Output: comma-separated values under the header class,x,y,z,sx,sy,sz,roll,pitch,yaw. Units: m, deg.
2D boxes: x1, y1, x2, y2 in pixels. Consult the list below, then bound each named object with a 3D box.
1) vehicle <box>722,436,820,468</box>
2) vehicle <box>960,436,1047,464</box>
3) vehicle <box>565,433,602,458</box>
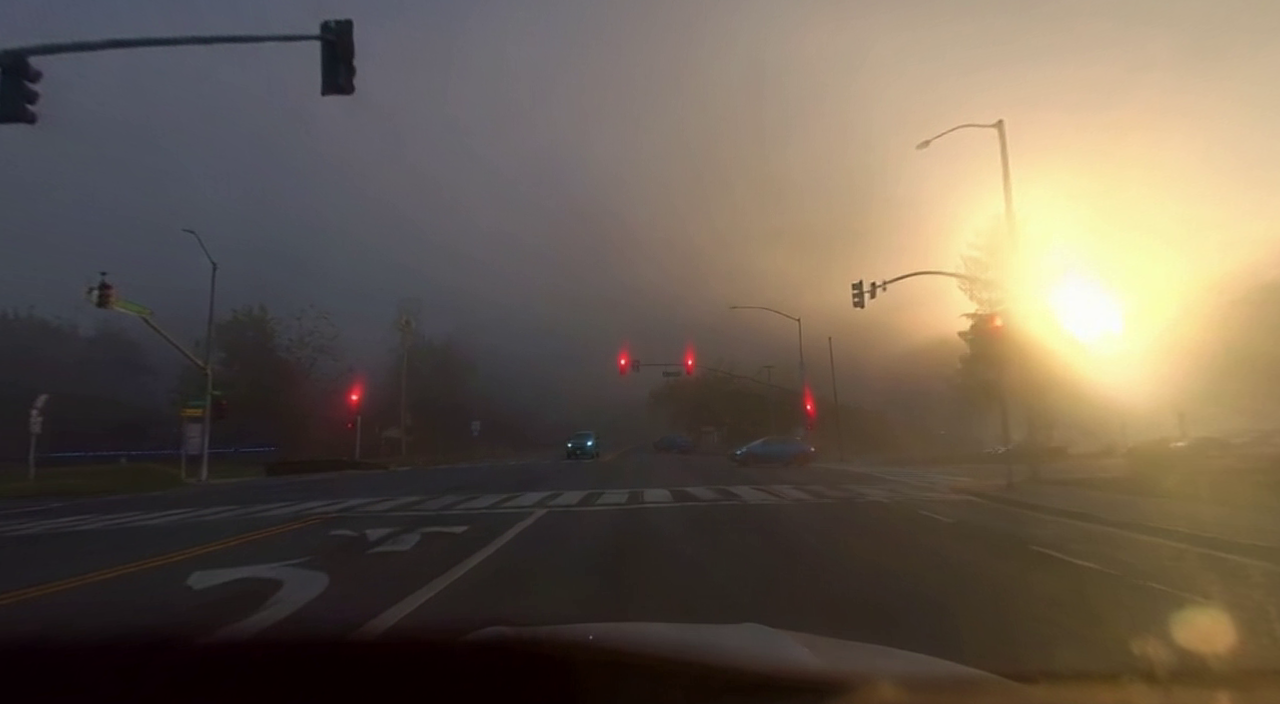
class,x,y,z,sx,sy,sz,roll,pitch,yaw
vehicle,6.543,4.962,31.385,4.528,1.482,1.864,4,-9,-26
vehicle,21.024,5.673,36.464,4.377,1.523,1.877,3,-9,-19
vehicle,-3.794,6.393,43.195,2.140,1.638,4.259,0,-8,0
